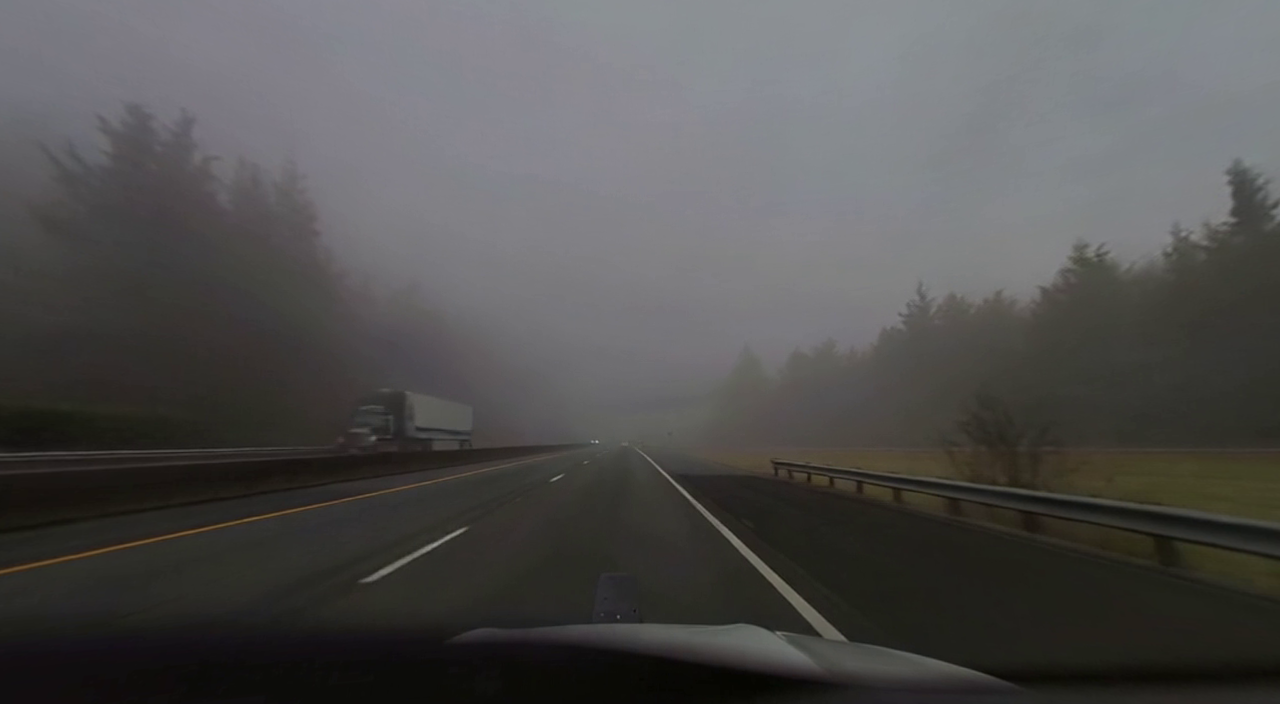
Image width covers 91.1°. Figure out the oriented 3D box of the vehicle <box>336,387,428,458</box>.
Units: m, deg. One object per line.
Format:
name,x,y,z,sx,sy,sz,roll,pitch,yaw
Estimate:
vehicle,-15.418,4.337,38.016,3.012,3.928,5.894,0,-8,-1
